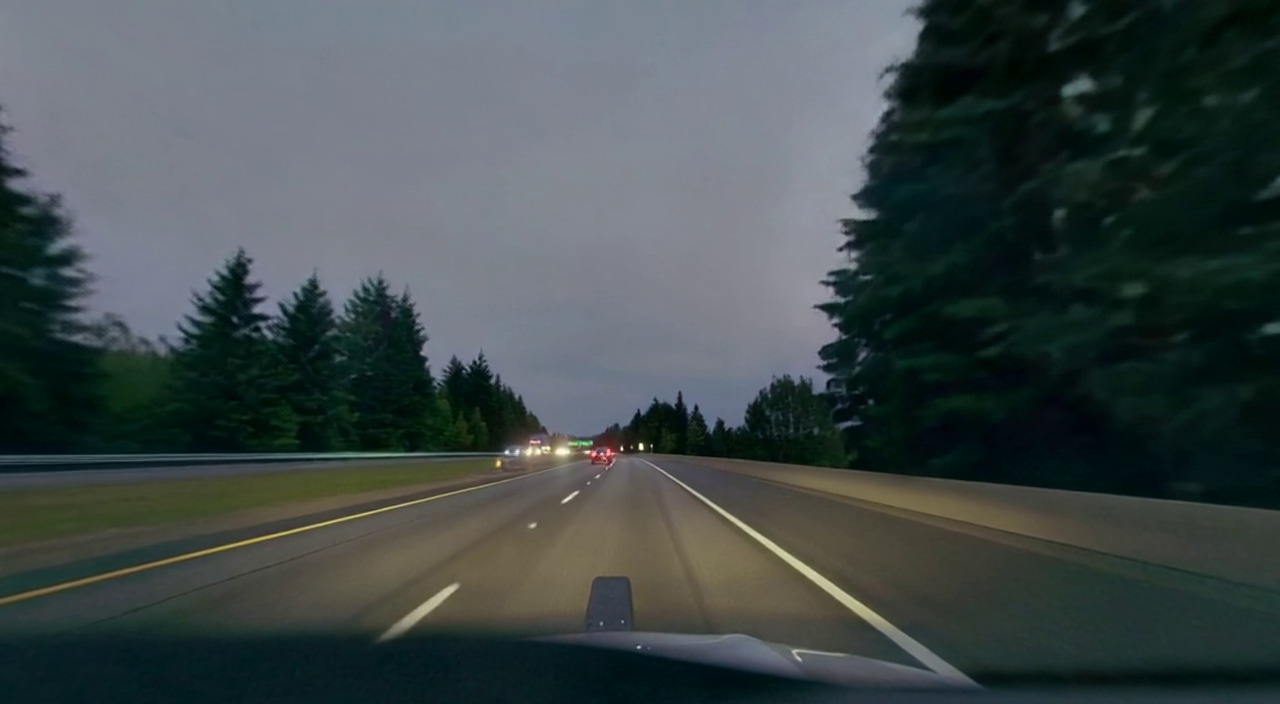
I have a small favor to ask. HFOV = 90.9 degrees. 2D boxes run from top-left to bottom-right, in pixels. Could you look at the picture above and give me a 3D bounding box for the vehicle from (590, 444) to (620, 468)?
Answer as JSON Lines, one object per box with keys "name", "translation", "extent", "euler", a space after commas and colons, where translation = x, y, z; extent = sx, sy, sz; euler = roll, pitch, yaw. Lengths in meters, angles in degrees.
{"name": "vehicle", "translation": [-2.669, 8.143, 49.485], "extent": [2.135, 1.755, 4.476], "euler": [0, -9, 0]}
